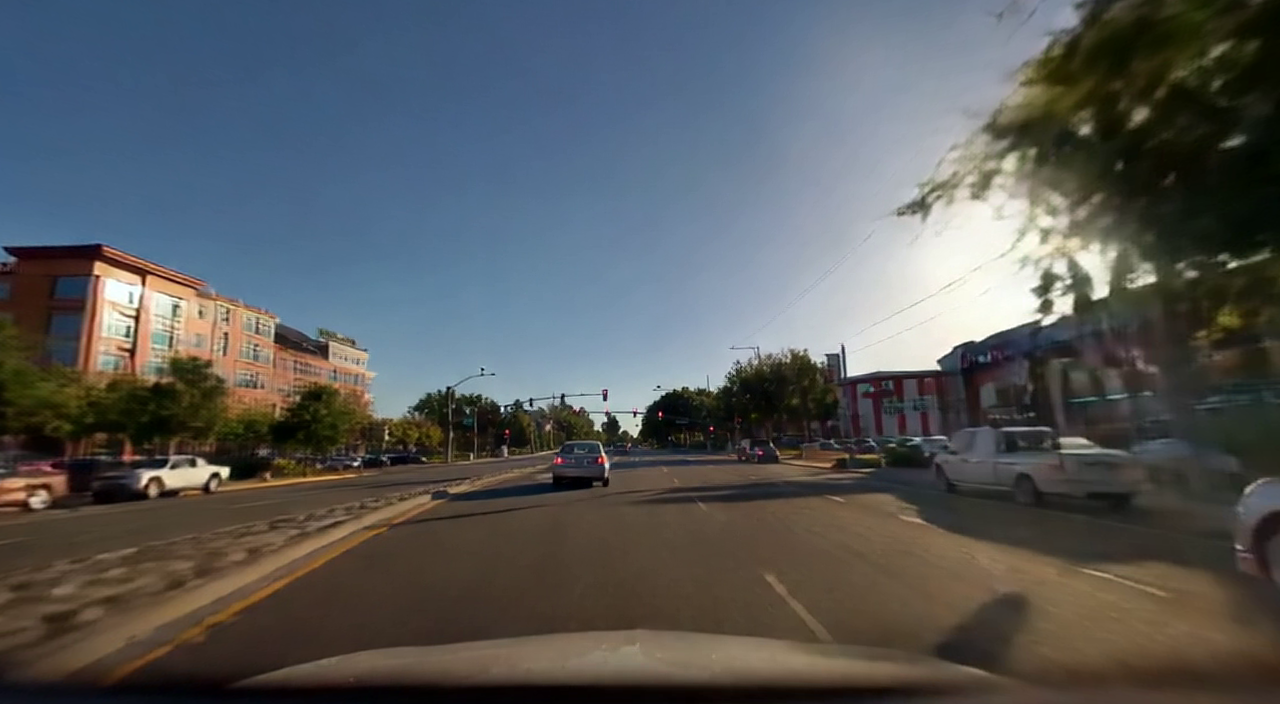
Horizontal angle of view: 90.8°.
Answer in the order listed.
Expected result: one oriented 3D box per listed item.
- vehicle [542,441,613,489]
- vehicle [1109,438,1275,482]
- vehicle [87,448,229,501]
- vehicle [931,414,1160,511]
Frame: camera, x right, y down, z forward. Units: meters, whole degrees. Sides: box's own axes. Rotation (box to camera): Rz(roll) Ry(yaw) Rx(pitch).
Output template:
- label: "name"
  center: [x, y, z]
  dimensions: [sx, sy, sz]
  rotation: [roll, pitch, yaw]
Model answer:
- label: "vehicle"
  center: [-2.041, 3.778, 21.518]
  dimensions: [2.185, 1.473, 3.925]
  rotation: [0, -8, -4]
- label: "vehicle"
  center: [19.616, 3.825, 22.763]
  dimensions: [4.212, 1.436, 1.919]
  rotation: [-6, -10, 34]
- label: "vehicle"
  center: [-18.909, 4.770, 25.140]
  dimensions: [2.027, 1.831, 4.644]
  rotation: [0, -8, -1]
- label: "vehicle"
  center: [10.350, 2.873, 16.971]
  dimensions: [2.266, 2.118, 5.742]
  rotation: [0, -8, -1]
